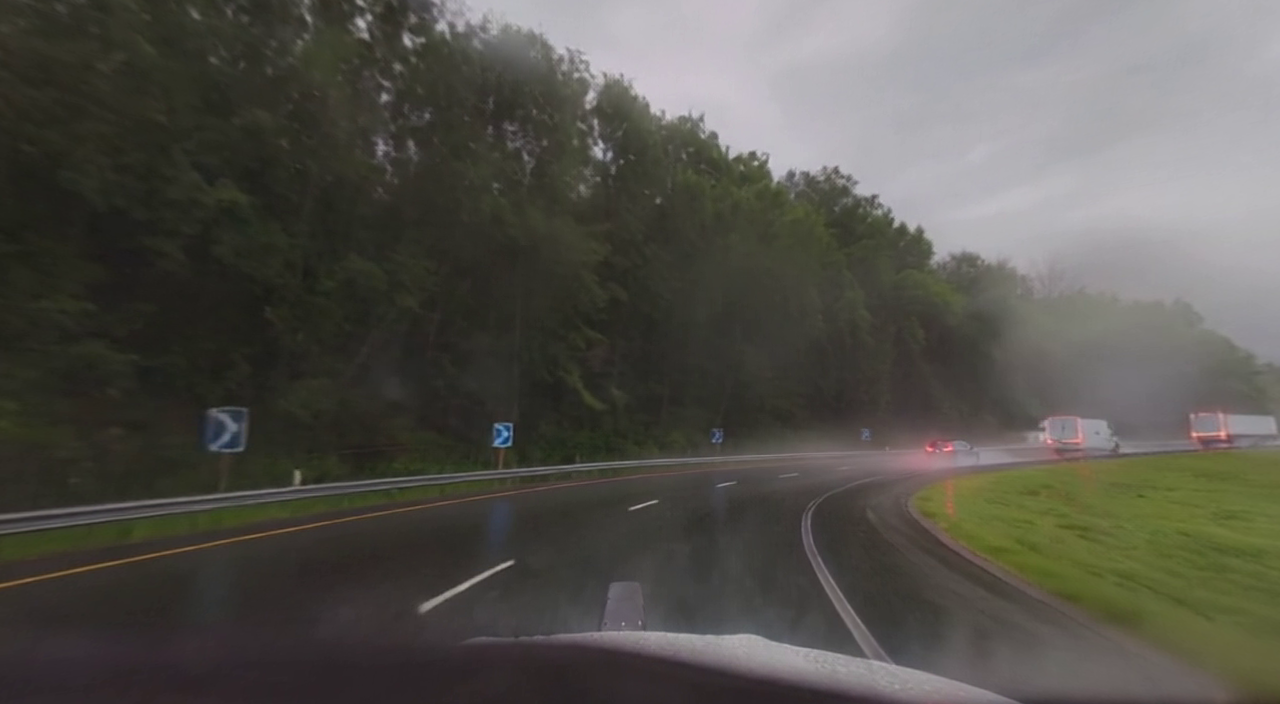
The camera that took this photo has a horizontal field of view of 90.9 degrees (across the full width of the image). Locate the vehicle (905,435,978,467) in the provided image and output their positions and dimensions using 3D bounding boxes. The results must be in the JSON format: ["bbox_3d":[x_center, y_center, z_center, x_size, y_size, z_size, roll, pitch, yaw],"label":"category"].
[{"bbox_3d":[17.203,5.632,35.826,4.325,1.674,2.221,8,-12,-43],"label":"vehicle"}]

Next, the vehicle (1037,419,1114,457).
[{"bbox_3d":[34.293,6.831,49.563,5.981,2.823,2.498,5,-10,-31],"label":"vehicle"}]
